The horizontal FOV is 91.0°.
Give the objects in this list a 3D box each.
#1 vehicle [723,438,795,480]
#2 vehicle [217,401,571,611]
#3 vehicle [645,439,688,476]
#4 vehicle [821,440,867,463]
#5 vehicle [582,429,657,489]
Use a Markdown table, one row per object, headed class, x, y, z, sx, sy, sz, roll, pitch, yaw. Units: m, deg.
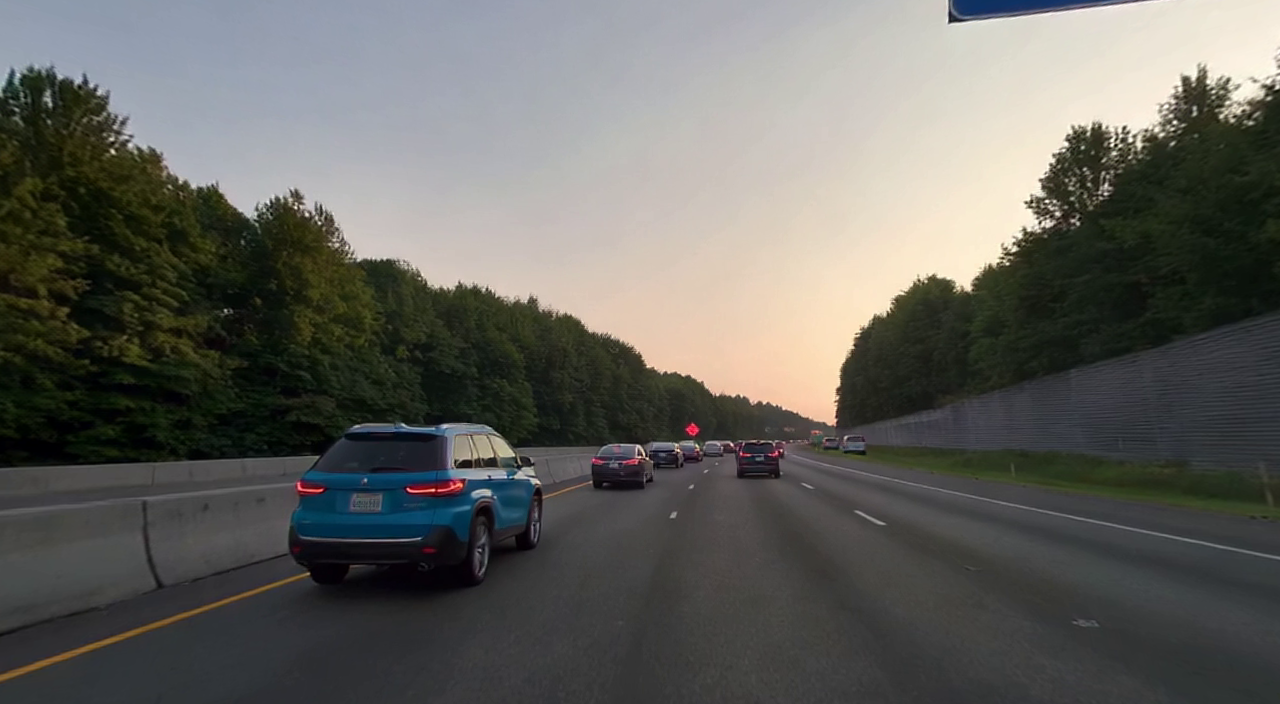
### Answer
| class | x | y | z | sx | sy | sz | roll | pitch | yaw |
| --- | --- | --- | --- | --- | --- | --- | --- | --- | --- |
| vehicle | 4.420 | 4.051 | 24.087 | 1.962 | 1.442 | 4.536 | 0 | -8 | 1 |
| vehicle | -2.223 | 1.520 | 7.140 | 2.021 | 1.635 | 4.085 | -1 | -8 | 6 |
| vehicle | 1.178 | 4.531 | 27.342 | 1.755 | 1.457 | 3.686 | -1 | -8 | 3 |
| vehicle | 13.660 | 6.684 | 42.431 | 1.990 | 1.478 | 4.475 | -1 | -8 | 5 |
| vehicle | -0.538 | 3.292 | 19.639 | 2.017 | 1.662 | 3.543 | -1 | -8 | 3 |
